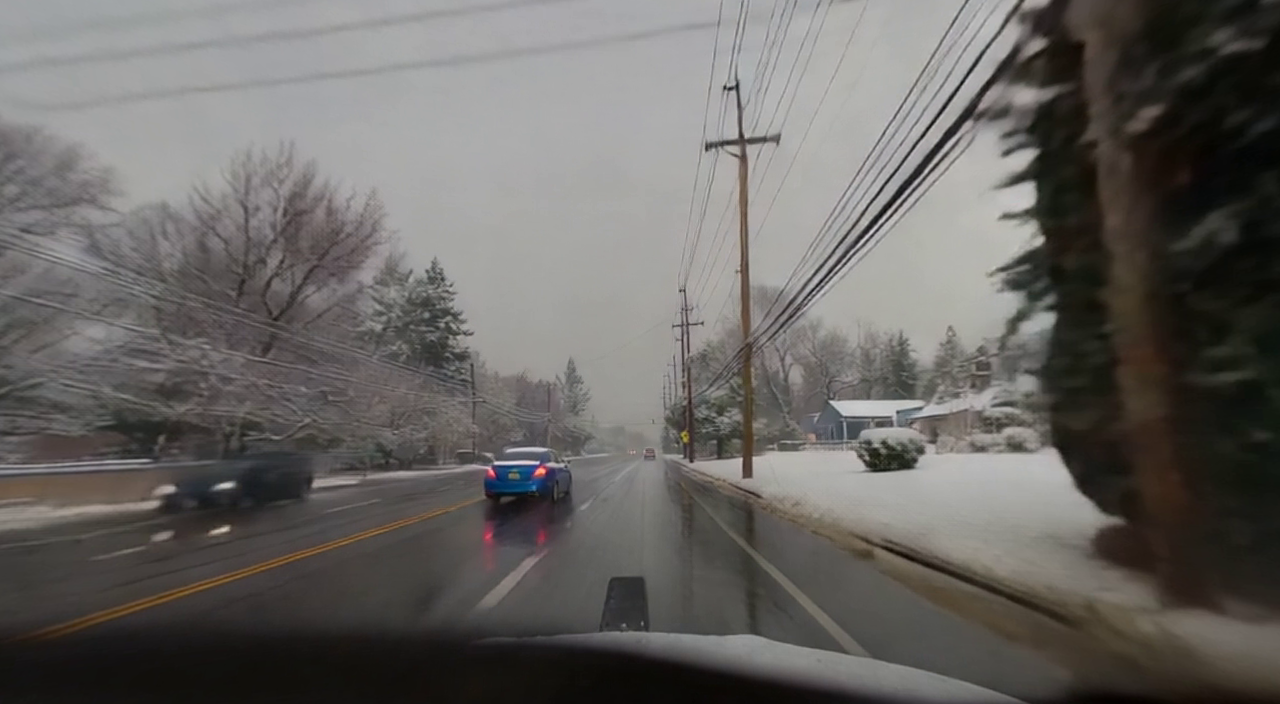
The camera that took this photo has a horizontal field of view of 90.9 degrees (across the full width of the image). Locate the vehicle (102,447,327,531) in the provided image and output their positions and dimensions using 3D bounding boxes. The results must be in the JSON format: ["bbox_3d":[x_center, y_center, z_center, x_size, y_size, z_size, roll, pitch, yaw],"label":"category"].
[{"bbox_3d":[-9.368,3.000,14.434,2.190,1.602,4.096,0,-9,1],"label":"vehicle"}]

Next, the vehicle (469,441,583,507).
[{"bbox_3d":[-2.911,3.269,17.395,2.085,1.512,5.023,0,-9,2],"label":"vehicle"}]
